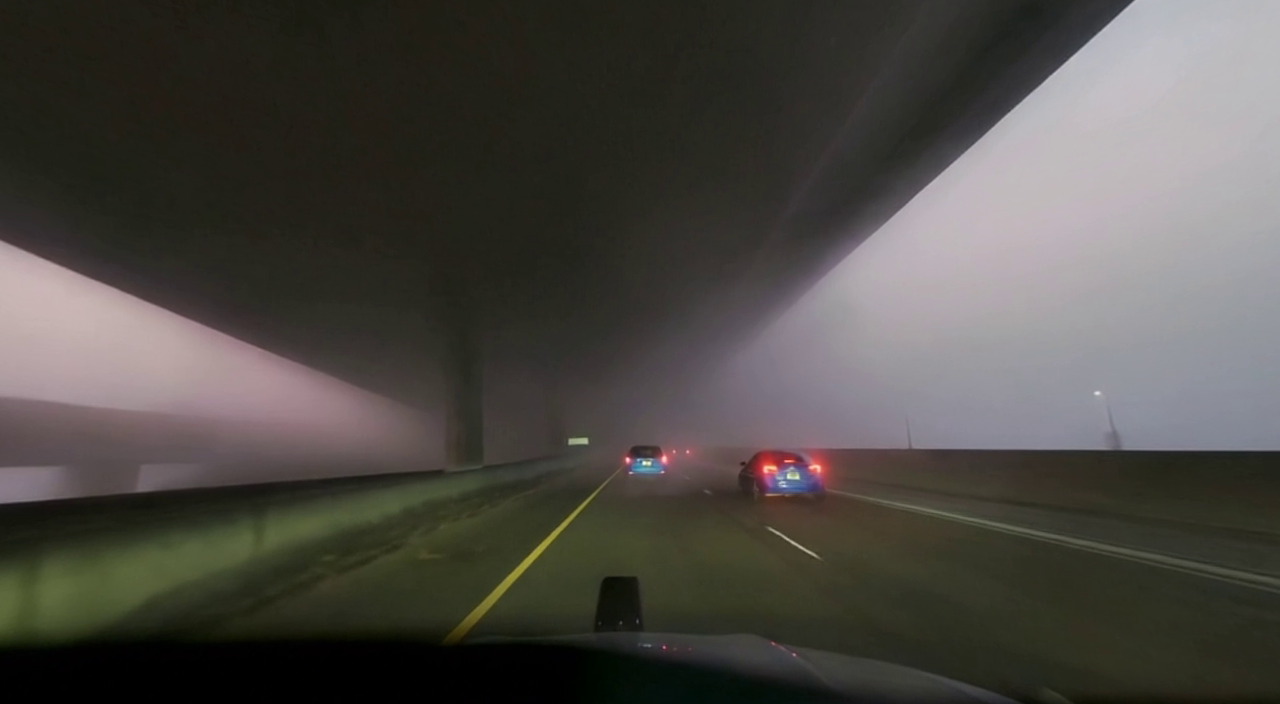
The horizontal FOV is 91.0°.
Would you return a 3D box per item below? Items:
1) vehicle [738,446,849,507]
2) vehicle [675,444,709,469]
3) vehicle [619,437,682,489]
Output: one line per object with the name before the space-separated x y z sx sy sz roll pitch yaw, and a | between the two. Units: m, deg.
vehicle | 4.189 3.449 17.934 2.047 1.500 4.017 0 -9 -2
vehicle | 3.716 7.602 45.765 2.047 1.700 4.069 0 -9 -1
vehicle | 0.359 4.346 24.968 2.264 1.841 4.583 0 -9 -1
